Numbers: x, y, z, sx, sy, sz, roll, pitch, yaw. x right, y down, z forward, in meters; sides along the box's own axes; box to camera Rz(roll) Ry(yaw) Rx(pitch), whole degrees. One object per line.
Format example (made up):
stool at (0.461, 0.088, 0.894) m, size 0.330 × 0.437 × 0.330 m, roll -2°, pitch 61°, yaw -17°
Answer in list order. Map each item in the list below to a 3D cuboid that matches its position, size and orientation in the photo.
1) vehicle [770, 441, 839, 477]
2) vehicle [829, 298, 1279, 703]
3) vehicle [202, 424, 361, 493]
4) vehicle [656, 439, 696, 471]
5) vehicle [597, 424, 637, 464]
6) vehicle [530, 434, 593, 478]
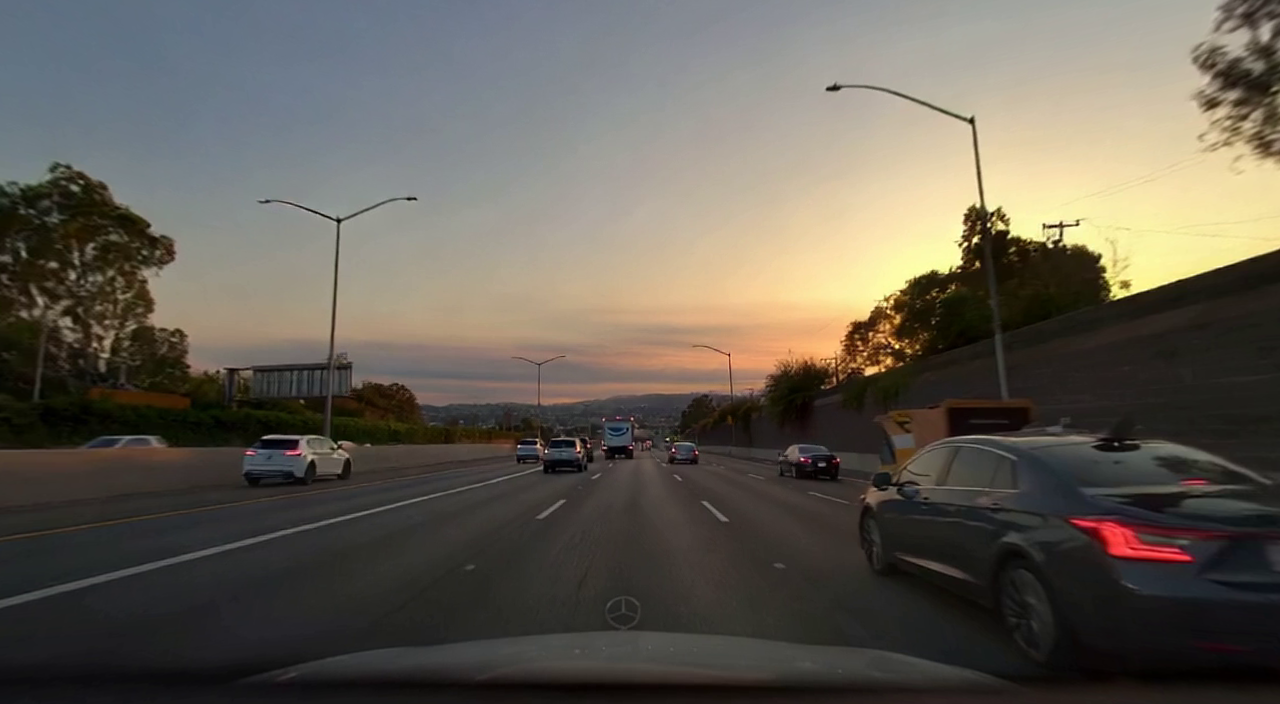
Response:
vehicle at (7.577, 4.974, 29.503) m, size 1.970 × 1.499 × 4.491 m, roll 1°, pitch -9°, yaw -1°
vehicle at (3.105, 1.009, 3.939) m, size 2.179 × 1.739 × 5.331 m, roll 0°, pitch -9°, yaw 0°
vehicle at (-10.088, 3.037, 18.217) m, size 2.023 × 1.739 × 4.229 m, roll 0°, pitch -9°, yaw 1°
vehicle at (1.956, 5.700, 35.139) m, size 2.067 × 1.654 × 3.985 m, roll 0°, pitch -9°, yaw 1°
vehicle at (-1.555, 6.750, 46.193) m, size 2.456 × 2.705 × 6.251 m, roll 0°, pitch -9°, yaw 2°
vehicle at (-3.236, 4.376, 26.812) m, size 2.095 × 1.688 × 4.188 m, roll 0°, pitch -9°, yaw 0°
